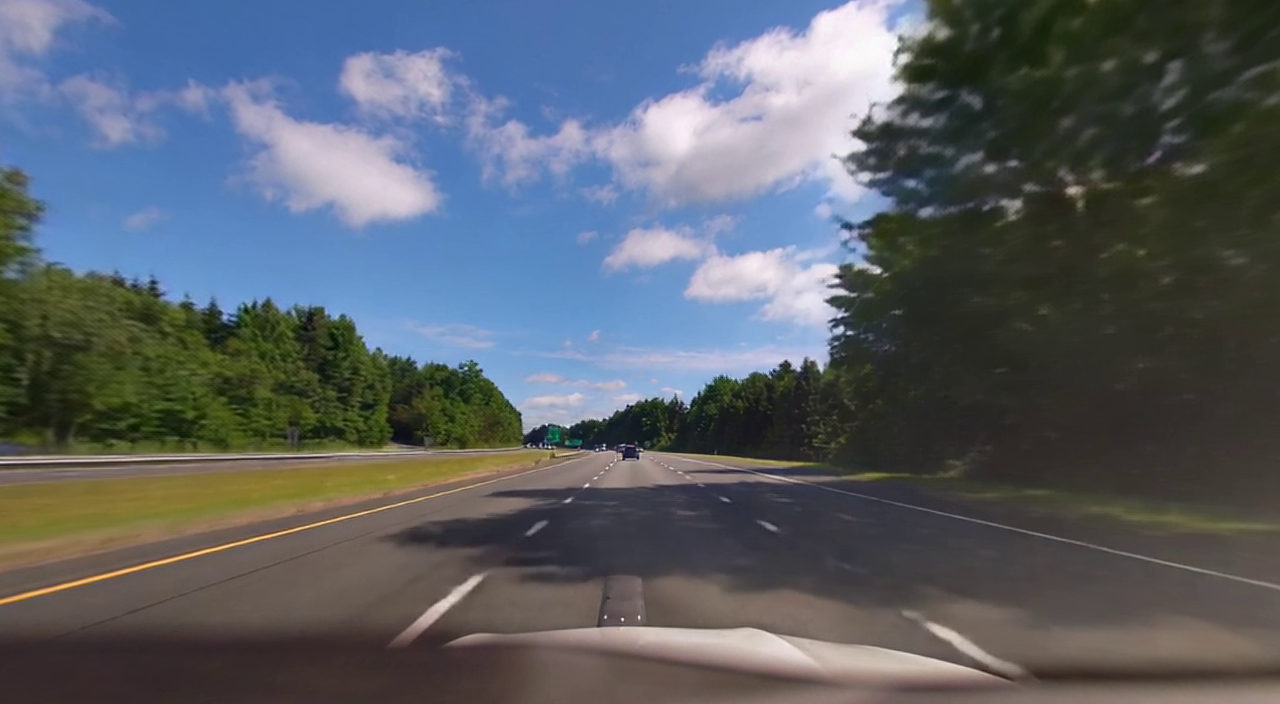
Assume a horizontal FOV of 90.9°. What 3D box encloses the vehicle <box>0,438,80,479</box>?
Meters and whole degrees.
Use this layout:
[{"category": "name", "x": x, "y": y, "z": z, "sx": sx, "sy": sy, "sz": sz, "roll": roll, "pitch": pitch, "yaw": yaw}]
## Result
[{"category": "vehicle", "x": -24.300, "y": 4.057, "z": 24.076, "sx": 1.985, "sy": 1.458, "sz": 4.373, "roll": 1, "pitch": -9, "yaw": -5}]
